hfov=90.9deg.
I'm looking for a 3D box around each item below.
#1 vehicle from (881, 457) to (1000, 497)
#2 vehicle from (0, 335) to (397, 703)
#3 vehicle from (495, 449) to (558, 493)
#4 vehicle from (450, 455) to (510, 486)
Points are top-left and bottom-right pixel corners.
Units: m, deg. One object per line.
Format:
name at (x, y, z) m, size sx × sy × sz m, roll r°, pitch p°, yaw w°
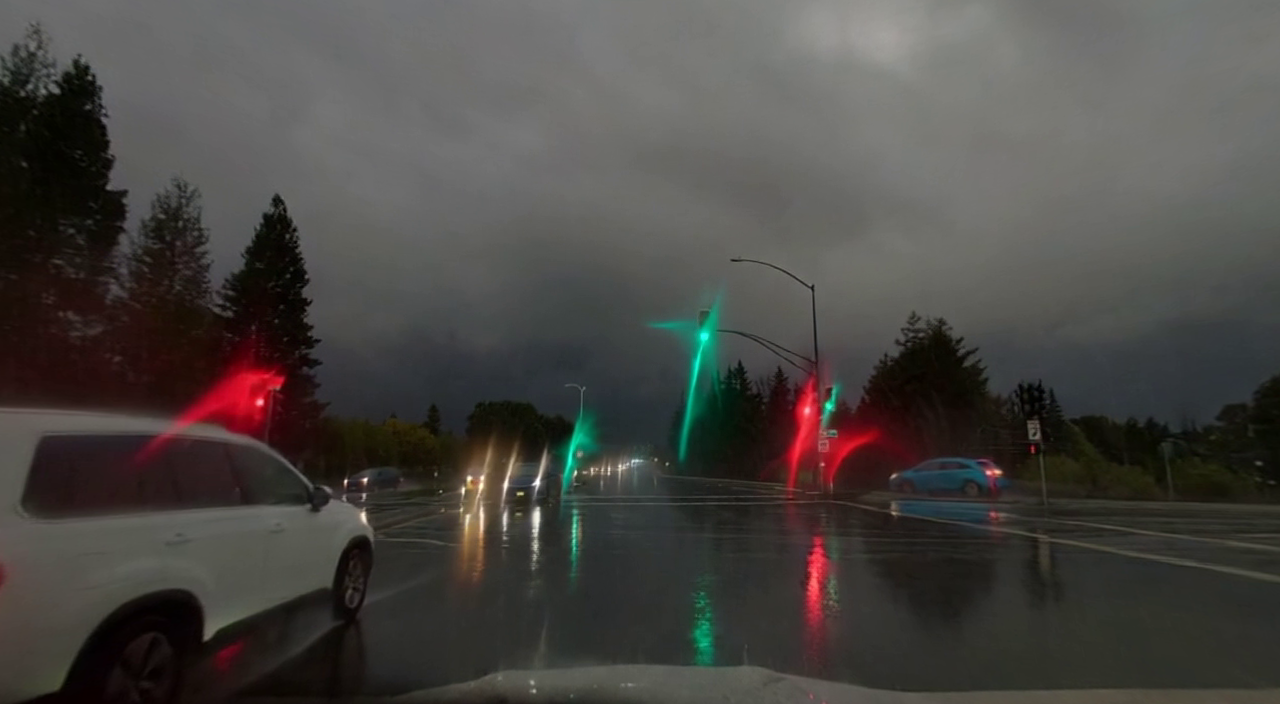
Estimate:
vehicle at (13.768, 5.666, 28.973) m, size 4.571 × 1.621 × 2.113 m, roll -6°, pitch -10°, yaw 35°
vehicle at (-3.538, 1.035, 3.810) m, size 2.242 × 1.761 × 4.505 m, roll 0°, pitch -8°, yaw 1°
vehicle at (-4.415, 4.464, 24.044) m, size 2.107 × 1.456 × 4.728 m, roll 2°, pitch -9°, yaw -12°
vehicle at (-8.050, 5.975, 32.068) m, size 1.960 × 1.433 × 4.213 m, roll 0°, pitch -8°, yaw 0°
